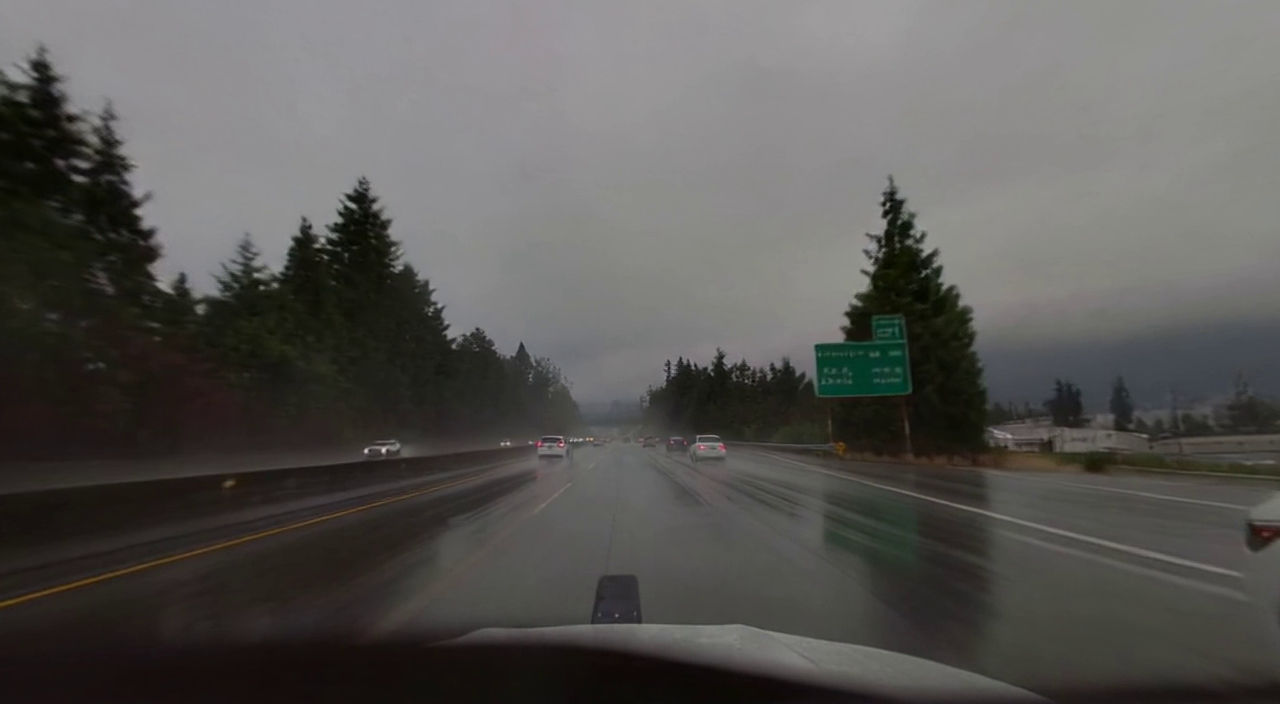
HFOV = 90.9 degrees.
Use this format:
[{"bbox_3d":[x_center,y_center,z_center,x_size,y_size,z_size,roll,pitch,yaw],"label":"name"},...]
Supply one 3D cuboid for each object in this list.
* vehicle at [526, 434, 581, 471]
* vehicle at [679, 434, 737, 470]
[{"bbox_3d":[-4.062,4.746,30.246,2.011,1.614,4.808,0,-8,-1],"label":"vehicle"},{"bbox_3d":[2.951,4.440,28.166,1.990,1.480,3.865,0,-8,-2],"label":"vehicle"}]
